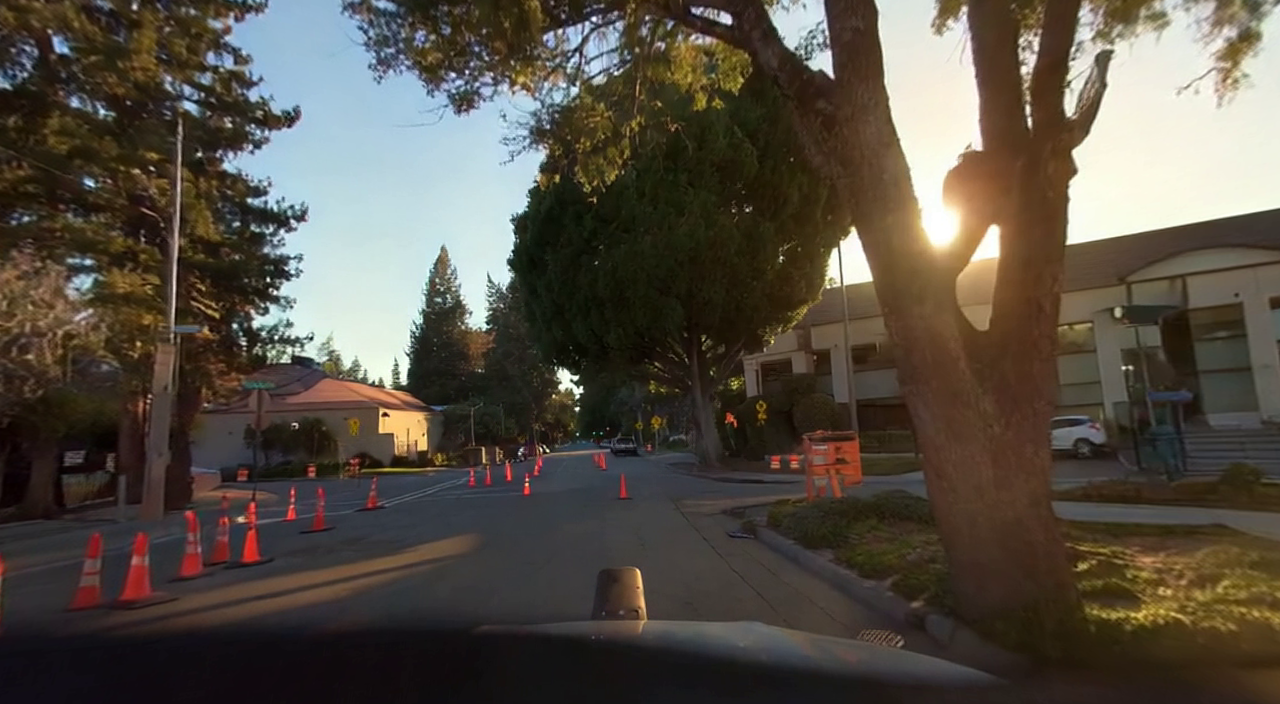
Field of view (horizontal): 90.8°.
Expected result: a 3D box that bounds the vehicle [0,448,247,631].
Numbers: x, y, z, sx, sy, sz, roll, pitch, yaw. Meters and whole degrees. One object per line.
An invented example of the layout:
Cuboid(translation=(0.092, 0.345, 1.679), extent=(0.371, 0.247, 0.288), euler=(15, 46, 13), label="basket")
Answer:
Cuboid(translation=(-7.610, 1.849, 6.378), extent=(2.961, 1.701, 7.563), euler=(1, -8, -5), label="vehicle")
